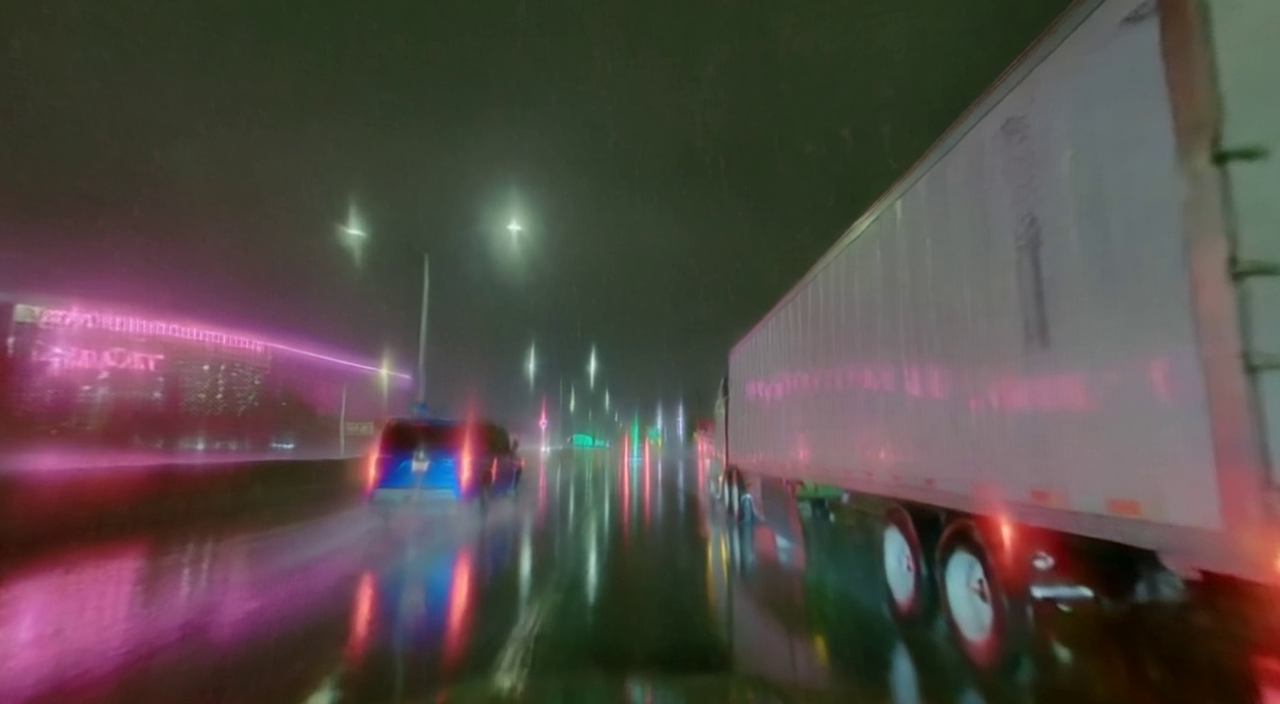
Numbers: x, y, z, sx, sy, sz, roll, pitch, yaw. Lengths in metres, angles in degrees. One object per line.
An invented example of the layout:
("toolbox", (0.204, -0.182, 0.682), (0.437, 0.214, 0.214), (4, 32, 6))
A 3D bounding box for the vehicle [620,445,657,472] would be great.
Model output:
("vehicle", (-0.082, 5.865, 35.100), (1.929, 1.395, 3.999), (0, -8, 0))

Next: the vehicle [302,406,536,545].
("vehicle", (-3.299, 1.971, 10.710), (2.229, 1.806, 4.698), (0, -8, 0))

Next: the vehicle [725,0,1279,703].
("vehicle", (3.327, 0.800, 7.444), (2.934, 3.325, 10.986), (0, -9, -1))
